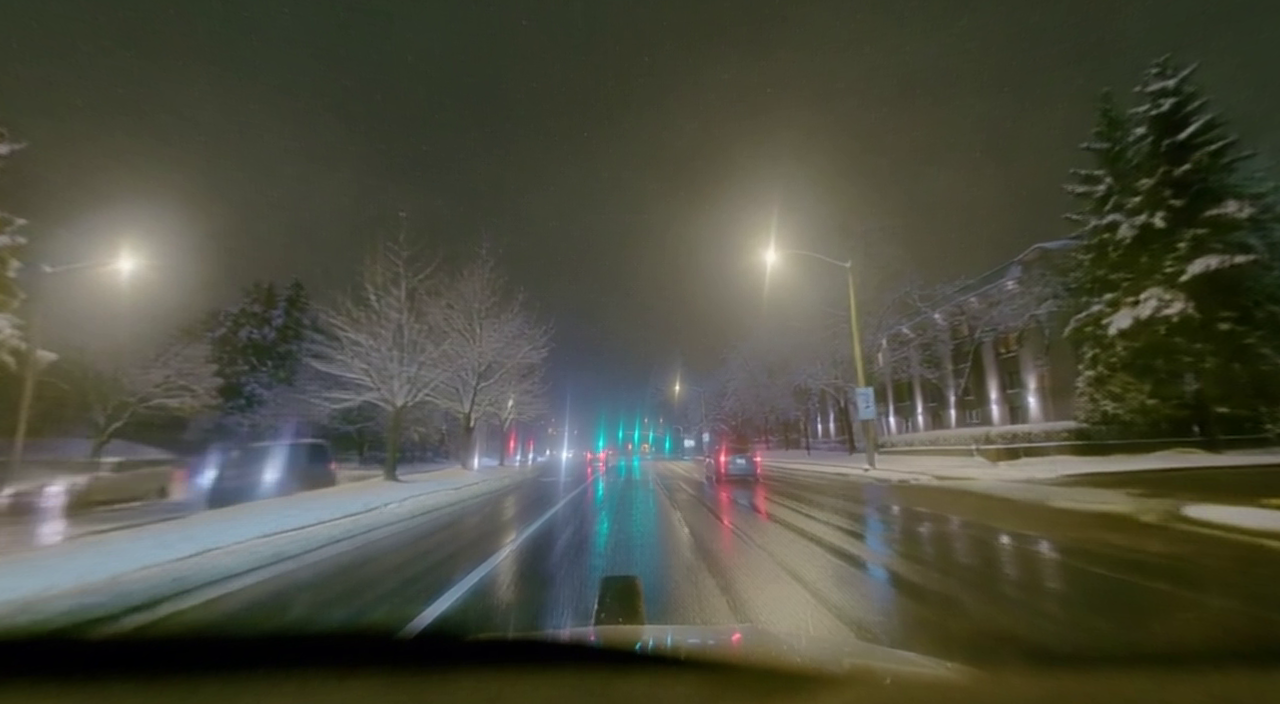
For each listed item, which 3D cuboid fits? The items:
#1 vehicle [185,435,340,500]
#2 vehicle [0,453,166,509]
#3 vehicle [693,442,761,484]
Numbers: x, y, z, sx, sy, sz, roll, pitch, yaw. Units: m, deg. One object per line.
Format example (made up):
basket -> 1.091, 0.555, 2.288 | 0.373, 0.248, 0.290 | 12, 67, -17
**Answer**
vehicle -> -11.286, 3.460, 19.342 | 2.027, 1.716, 4.357 | 0, -9, 0
vehicle -> -17.402, 3.932, 19.750 | 1.897, 1.507, 4.132 | 0, -9, 0
vehicle -> 3.245, 4.255, 24.469 | 1.966, 1.449, 4.290 | 0, -9, -1
